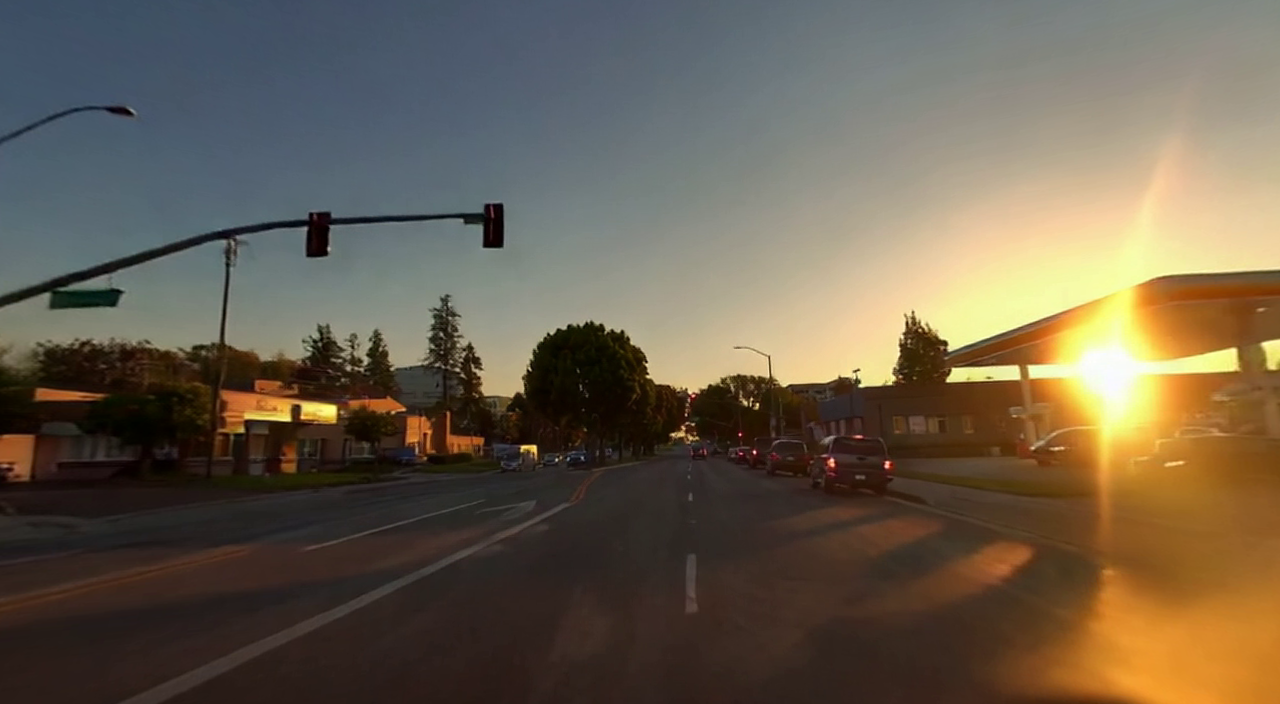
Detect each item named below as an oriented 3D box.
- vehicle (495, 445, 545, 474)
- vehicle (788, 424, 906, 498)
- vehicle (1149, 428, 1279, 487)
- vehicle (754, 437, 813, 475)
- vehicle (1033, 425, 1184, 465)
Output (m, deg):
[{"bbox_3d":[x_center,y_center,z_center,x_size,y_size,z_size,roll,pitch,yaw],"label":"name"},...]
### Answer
[{"bbox_3d":[-9.037,8.156,48.212,2.214,1.994,5.721,-1,-9,6],"label":"vehicle"},{"bbox_3d":[5.954,3.209,18.927,2.194,1.896,5.049,-1,-9,5],"label":"vehicle"},{"bbox_3d":[16.602,2.858,17.338,1.919,1.411,4.440,-1,-9,7],"label":"vehicle"},{"bbox_3d":[7.038,5.188,31.602,1.995,1.720,5.067,-1,-9,3],"label":"vehicle"},{"bbox_3d":[19.086,3.839,25.936,4.421,1.548,2.061,-1,-9,6],"label":"vehicle"}]
